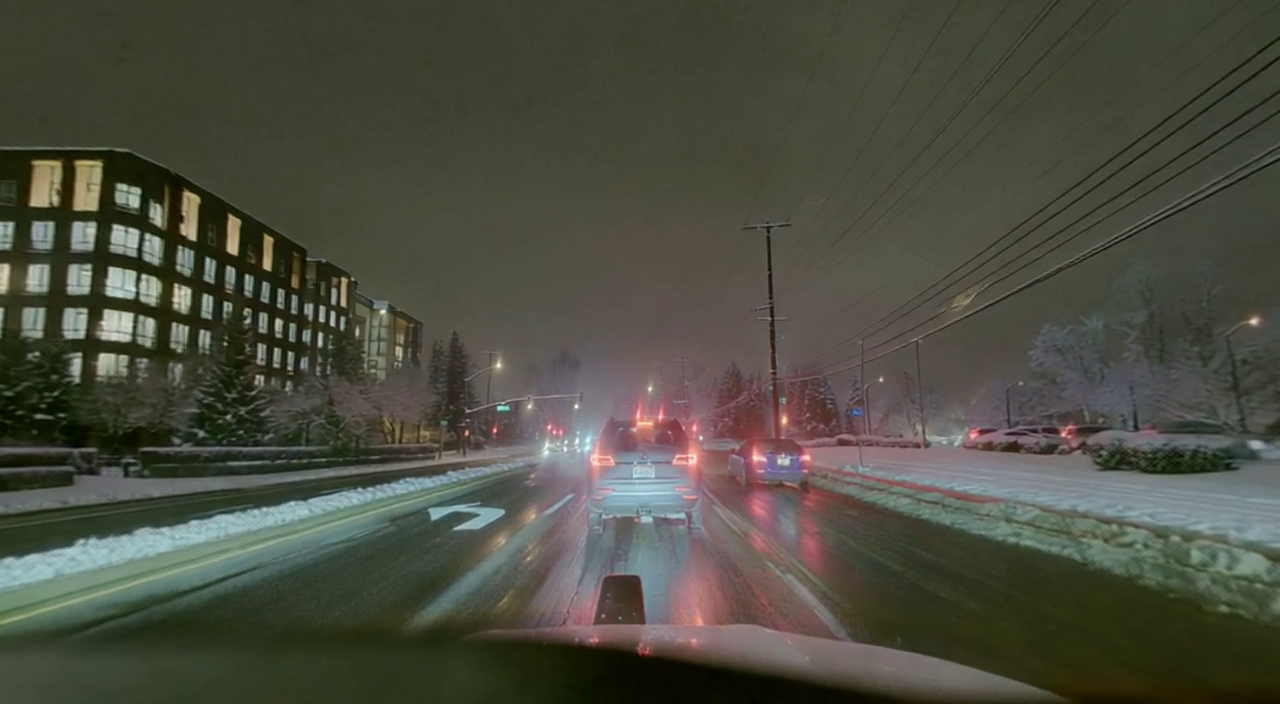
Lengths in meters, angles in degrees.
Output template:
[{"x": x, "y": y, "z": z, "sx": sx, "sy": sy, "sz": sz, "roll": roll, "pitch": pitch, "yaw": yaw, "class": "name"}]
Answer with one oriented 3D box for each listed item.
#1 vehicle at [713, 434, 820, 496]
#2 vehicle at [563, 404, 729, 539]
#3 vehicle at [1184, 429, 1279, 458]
[{"x": 3.324, "y": 3.076, "z": 17.596, "sx": 1.990, "sy": 1.482, "sz": 4.575, "roll": 0, "pitch": -8, "yaw": 0, "class": "vehicle"}, {"x": 0.080, "y": 1.891, "z": 10.584, "sx": 2.189, "sy": 1.776, "sz": 4.342, "roll": 0, "pitch": -8, "yaw": 0, "class": "vehicle"}, {"x": 36.989, "y": 5.749, "z": 39.536, "sx": 1.910, "sy": 1.686, "sz": 4.746, "roll": -1, "pitch": -8, "yaw": 5, "class": "vehicle"}]
